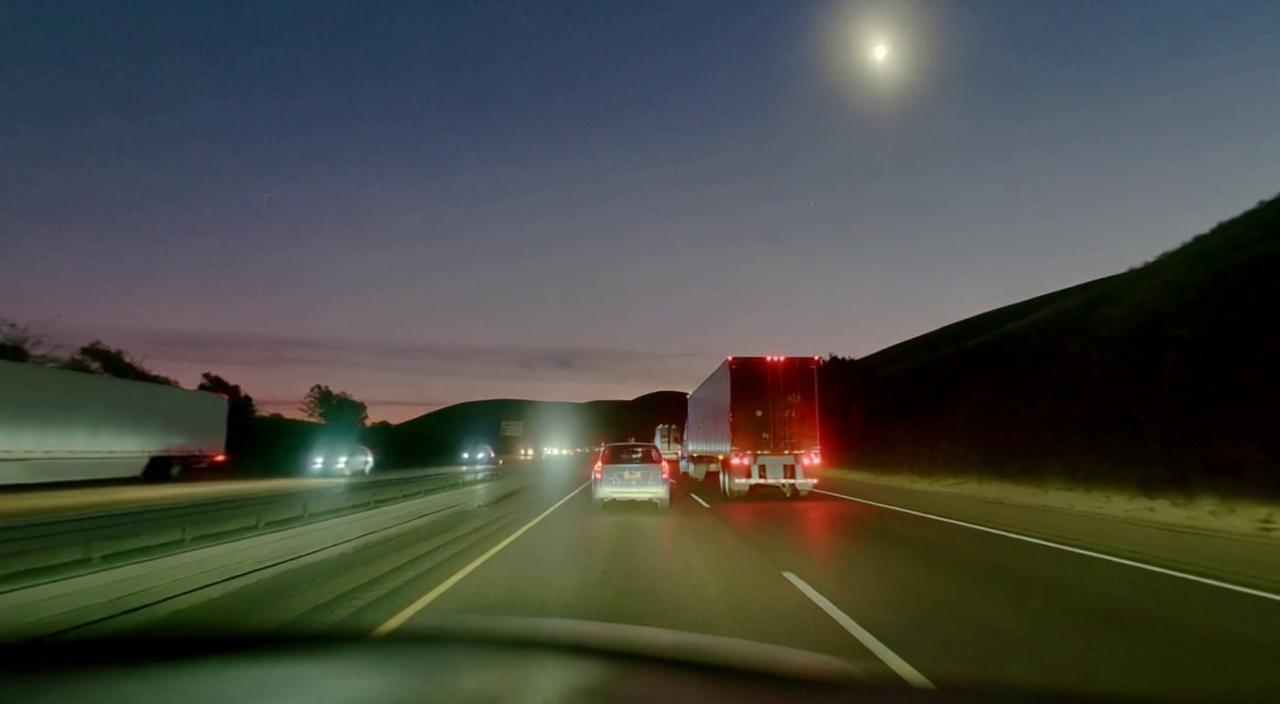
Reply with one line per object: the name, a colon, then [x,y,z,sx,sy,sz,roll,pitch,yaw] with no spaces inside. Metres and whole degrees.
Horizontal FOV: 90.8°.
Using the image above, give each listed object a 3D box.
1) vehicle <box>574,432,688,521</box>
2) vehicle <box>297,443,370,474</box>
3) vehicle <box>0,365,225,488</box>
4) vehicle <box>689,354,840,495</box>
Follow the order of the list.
vehicle: [-0.196,2.622,13.740,2.109,1.639,3.768,0,-9,-1]
vehicle: [-15.895,5.560,32.955,1.834,1.485,3.962,0,-9,-1]
vehicle: [-19.632,2.901,23.316,2.842,3.712,8.403,0,-9,0]
vehicle: [4.076,3.133,25.017,2.812,4.024,14.098,0,-9,-1]
